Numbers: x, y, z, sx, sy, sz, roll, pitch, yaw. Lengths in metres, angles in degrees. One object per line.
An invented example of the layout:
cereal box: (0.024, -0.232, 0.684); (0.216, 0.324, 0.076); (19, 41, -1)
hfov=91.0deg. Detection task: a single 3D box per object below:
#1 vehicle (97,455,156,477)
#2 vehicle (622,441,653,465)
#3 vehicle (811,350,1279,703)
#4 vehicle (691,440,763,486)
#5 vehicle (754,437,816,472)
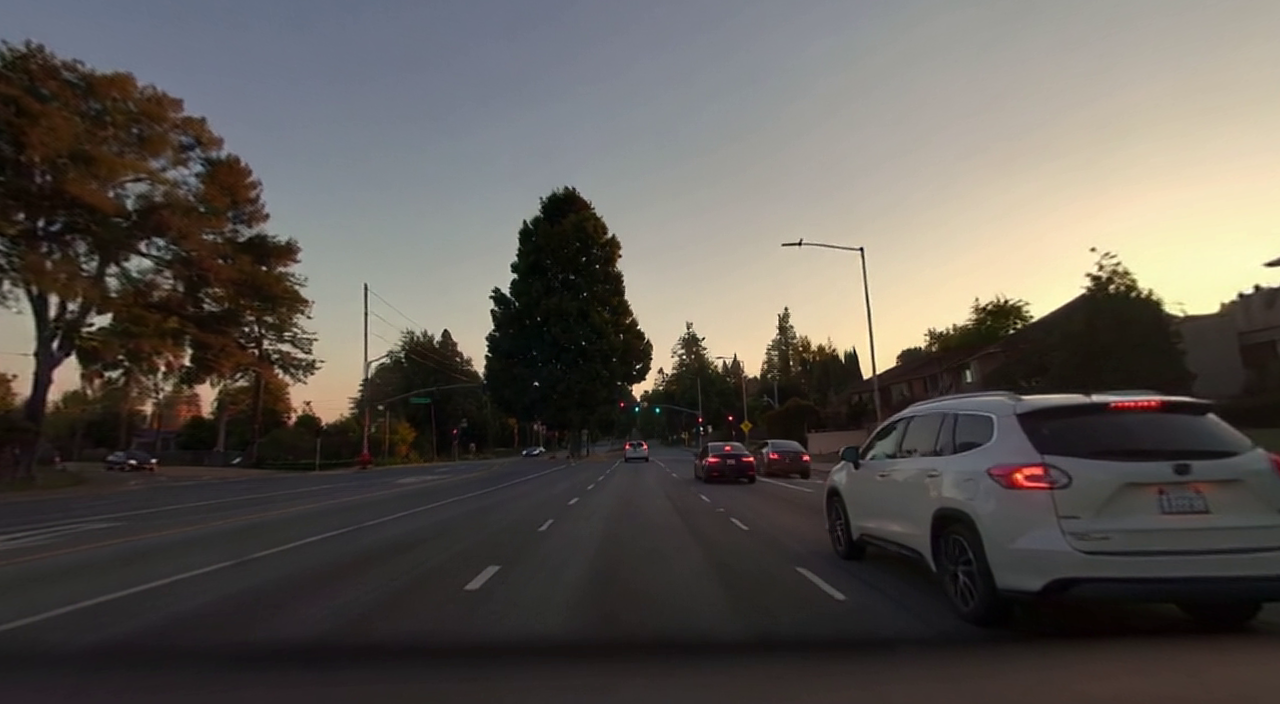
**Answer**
vehicle: (-38.437, 8.488, 47.069); (4.260, 1.501, 1.892); (-5, -10, 30)
vehicle: (-0.205, 7.271, 45.488); (2.146, 1.685, 4.003); (0, -8, 0)
vehicle: (3.170, 1.199, 5.272); (2.129, 1.761, 4.610); (0, -8, 0)
vehicle: (2.964, 3.886, 22.332); (1.889, 1.451, 4.180); (0, -8, -1)
vehicle: (7.596, 5.424, 33.486); (2.172, 1.745, 4.608); (0, -8, 0)
